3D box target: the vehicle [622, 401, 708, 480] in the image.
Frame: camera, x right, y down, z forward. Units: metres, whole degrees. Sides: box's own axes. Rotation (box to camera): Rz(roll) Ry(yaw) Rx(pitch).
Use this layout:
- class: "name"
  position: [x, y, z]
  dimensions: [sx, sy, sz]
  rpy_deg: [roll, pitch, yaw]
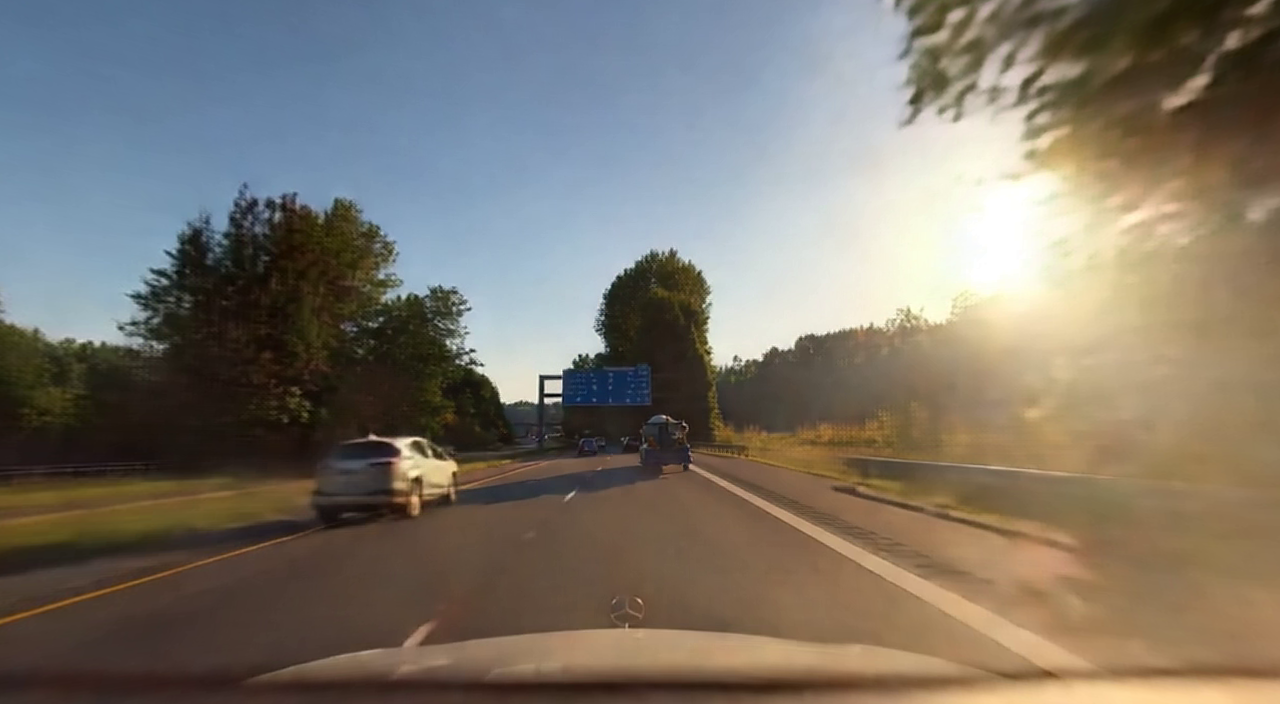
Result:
- class: "vehicle"
  position: [0.692, 3.209, 22.767]
  dimensions: [2.677, 2.439, 6.402]
  rpy_deg: [0, -8, -1]
